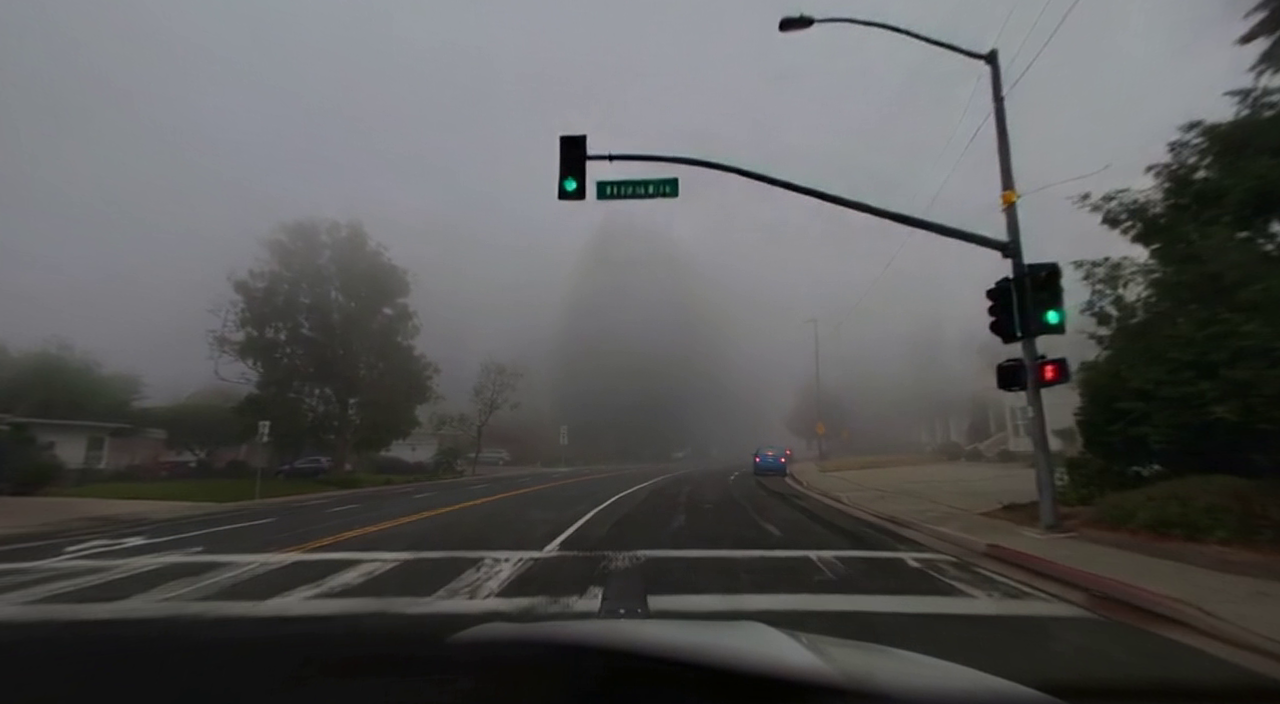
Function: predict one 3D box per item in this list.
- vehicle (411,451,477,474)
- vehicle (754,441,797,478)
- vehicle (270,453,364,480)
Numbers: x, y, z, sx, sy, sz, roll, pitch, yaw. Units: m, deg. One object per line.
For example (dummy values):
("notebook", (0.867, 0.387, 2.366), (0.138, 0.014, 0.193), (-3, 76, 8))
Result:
("vehicle", (-14.395, 8.084, 46.383), (4.284, 1.549, 1.828), (-3, -9, 17))
("vehicle", (7.005, 5.550, 32.902), (1.989, 1.782, 4.351), (-2, -9, 10))
("vehicle", (-18.942, 6.698, 37.133), (4.658, 1.482, 1.879), (-2, -9, 11))
